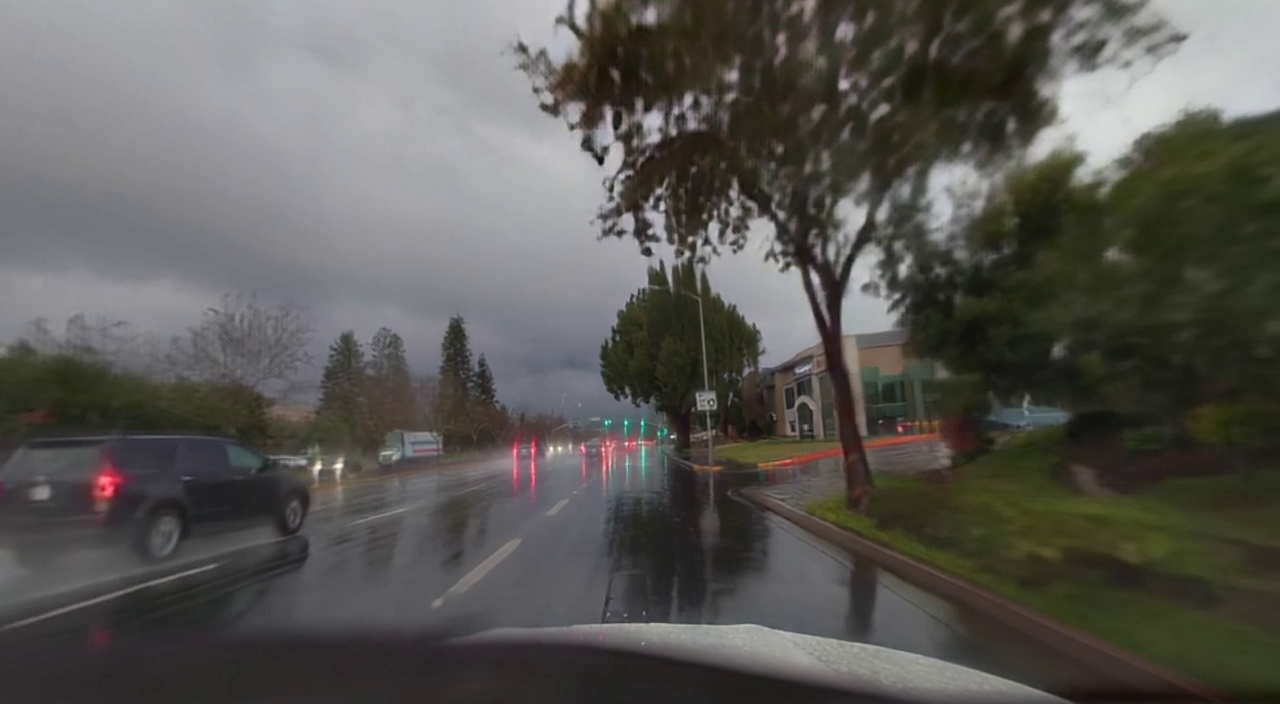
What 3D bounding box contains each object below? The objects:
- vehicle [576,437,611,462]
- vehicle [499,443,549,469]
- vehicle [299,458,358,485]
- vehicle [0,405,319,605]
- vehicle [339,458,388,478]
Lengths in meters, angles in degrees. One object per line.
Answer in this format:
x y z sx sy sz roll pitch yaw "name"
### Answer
-3.222 6.876 44.416 2.100 1.661 3.837 0 -9 1 "vehicle"
-6.688 6.039 36.830 2.072 1.427 4.328 0 -9 0 "vehicle"
-21.949 8.414 44.607 1.900 1.467 4.655 -5 -8 -1 "vehicle"
-6.605 1.783 8.314 2.137 1.835 4.844 0 -9 0 "vehicle"
-21.830 9.168 49.971 1.783 1.456 4.350 -1 -9 3 "vehicle"
